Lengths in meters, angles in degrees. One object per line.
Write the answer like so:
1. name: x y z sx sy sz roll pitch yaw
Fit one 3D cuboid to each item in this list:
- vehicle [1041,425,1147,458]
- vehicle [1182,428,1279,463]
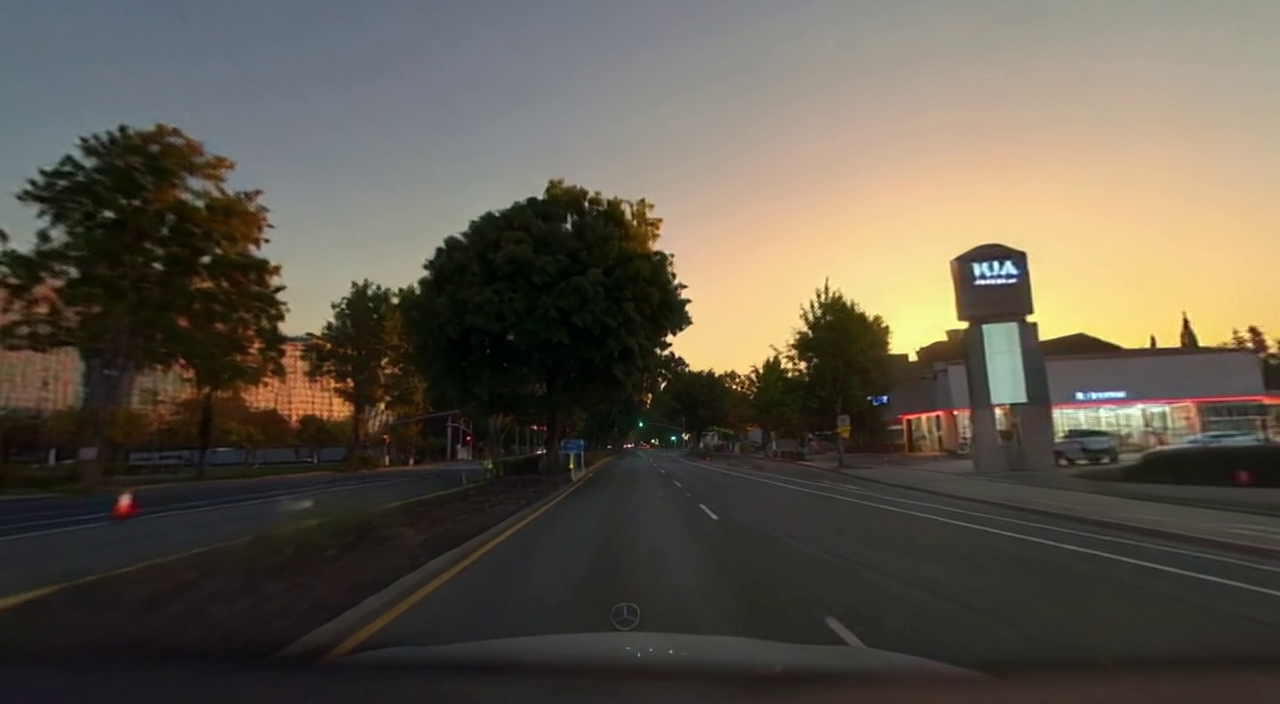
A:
1. vehicle: 20.828 4.123 29.074 3.526 1.430 1.698 0 -9 1
2. vehicle: 29.877 4.692 31.688 1.784 1.567 3.930 -2 -9 -1
